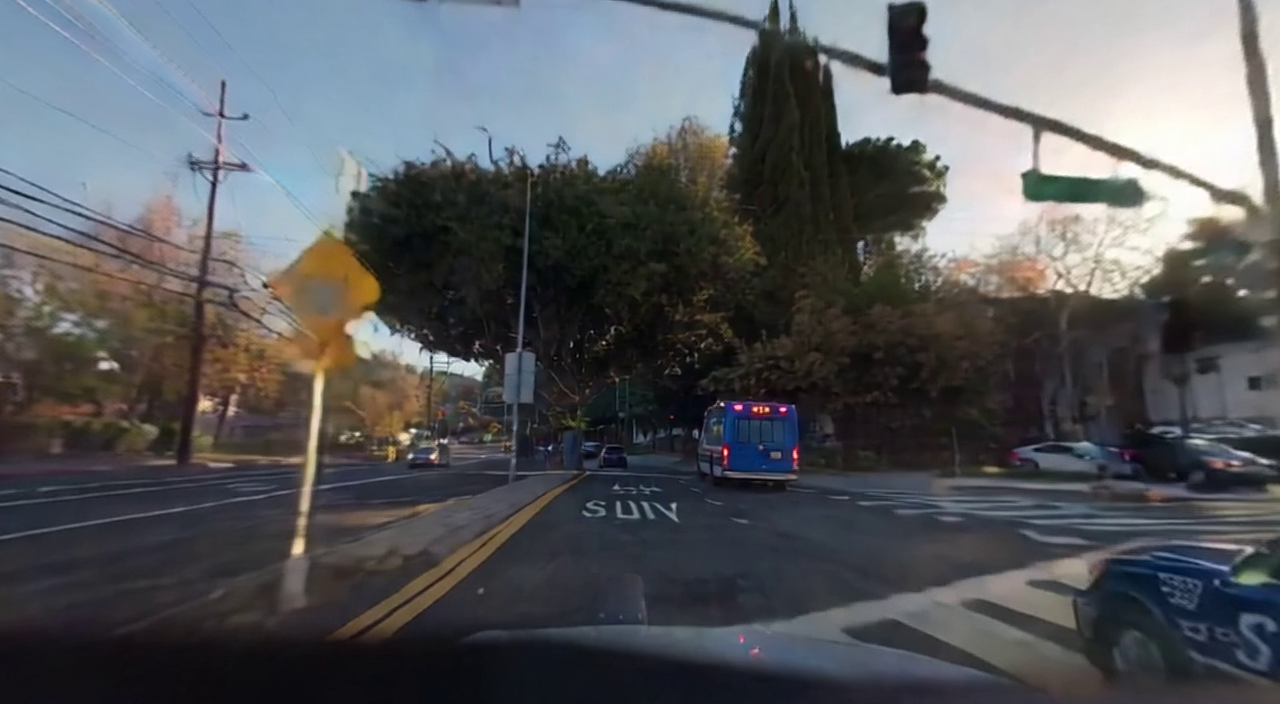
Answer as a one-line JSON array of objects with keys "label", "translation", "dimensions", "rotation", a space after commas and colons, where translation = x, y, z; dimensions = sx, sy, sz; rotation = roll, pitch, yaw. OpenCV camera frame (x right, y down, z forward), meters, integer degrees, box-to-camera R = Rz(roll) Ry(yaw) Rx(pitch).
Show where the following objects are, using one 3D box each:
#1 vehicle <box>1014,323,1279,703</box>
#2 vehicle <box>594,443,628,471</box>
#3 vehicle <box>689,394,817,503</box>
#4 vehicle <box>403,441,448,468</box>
[{"label": "vehicle", "translation": [3.913, 0.749, 2.096], "dimensions": [2.194, 1.922, 4.822], "rotation": [0, -8, -3]}, {"label": "vehicle", "translation": [-1.922, 6.780, 40.981], "dimensions": [2.114, 1.707, 3.725], "rotation": [0, -8, -4]}, {"label": "vehicle", "translation": [3.016, 2.775, 18.514], "dimensions": [2.406, 2.687, 5.521], "rotation": [0, -8, -4]}, {"label": "vehicle", "translation": [-15.073, 7.171, 44.617], "dimensions": [1.909, 1.705, 4.126], "rotation": [1, -7, -2]}]
